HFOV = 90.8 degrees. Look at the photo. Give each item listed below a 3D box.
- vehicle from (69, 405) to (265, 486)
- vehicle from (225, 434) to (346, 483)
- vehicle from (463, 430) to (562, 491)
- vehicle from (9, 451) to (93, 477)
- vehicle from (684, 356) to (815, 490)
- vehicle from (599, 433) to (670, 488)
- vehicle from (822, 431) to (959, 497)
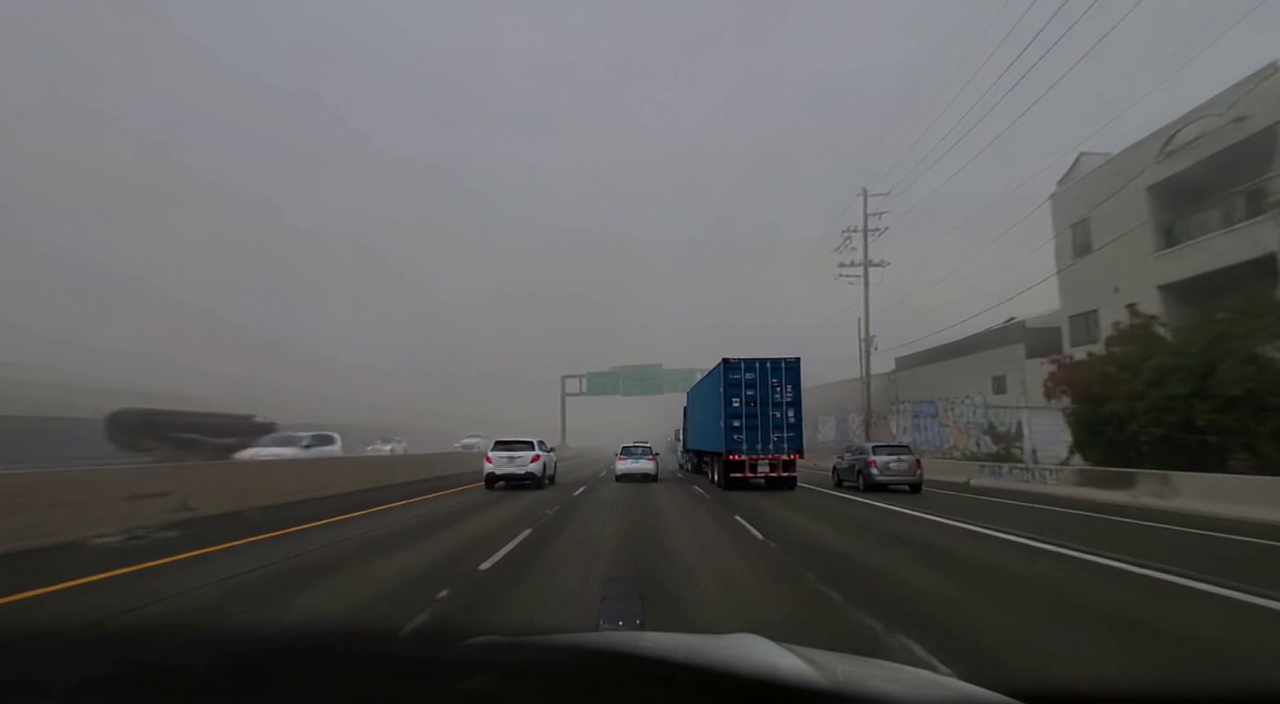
[{"bbox_3d":[-20.241,4.149,27.837,2.772,3.069,7.347,0,-9,1],"label":"vehicle"},{"bbox_3d":[-12.628,3.813,22.878,1.925,1.567,4.342,0,-9,-2],"label":"vehicle"},{"bbox_3d":[-4.080,3.595,21.135,2.264,1.804,4.584,0,-9,1],"label":"vehicle"},{"bbox_3d":[-37.230,7.069,40.081,1.801,1.569,3.898,1,-9,-6],"label":"vehicle"},{"bbox_3d":[3.759,3.119,25.695,2.800,4.039,13.179,0,-9,-1],"label":"vehicle"},{"bbox_3d":[-0.189,3.694,21.731,2.191,1.685,4.015,0,-9,-1],"label":"vehicle"},{"bbox_3d":[7.293,3.314,19.041,2.202,1.731,4.628,0,-9,0],"label":"vehicle"}]
